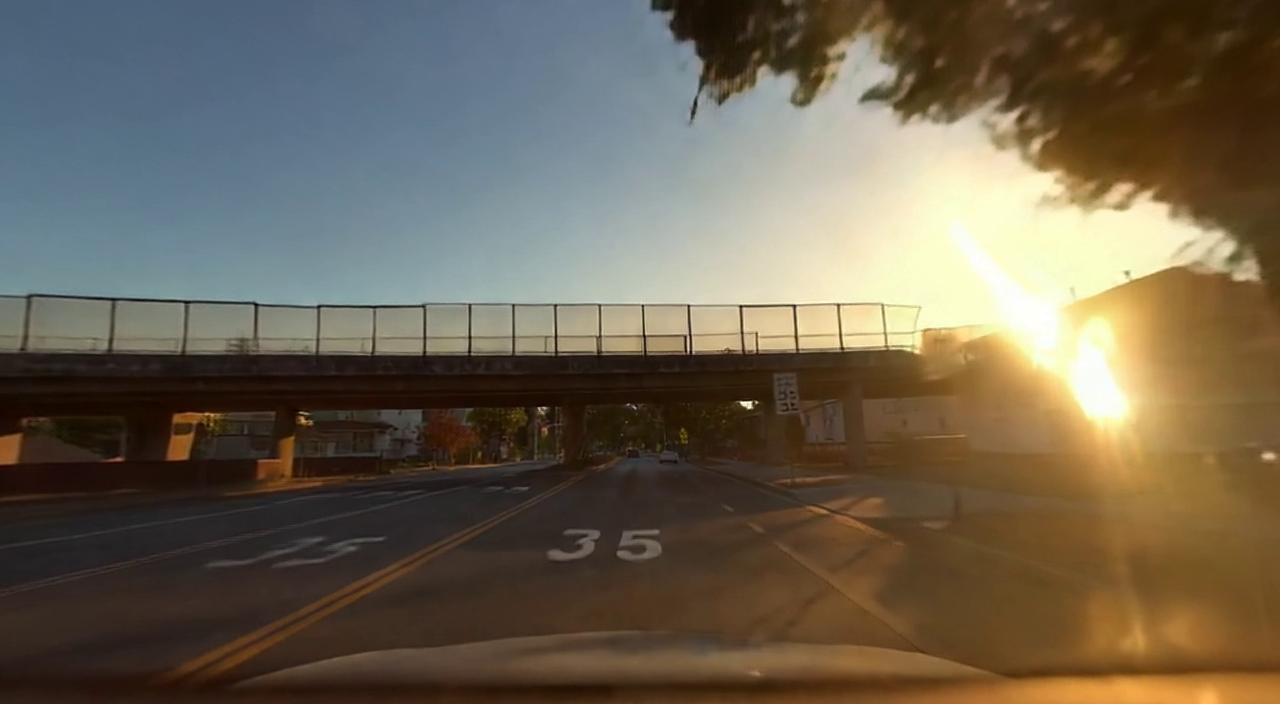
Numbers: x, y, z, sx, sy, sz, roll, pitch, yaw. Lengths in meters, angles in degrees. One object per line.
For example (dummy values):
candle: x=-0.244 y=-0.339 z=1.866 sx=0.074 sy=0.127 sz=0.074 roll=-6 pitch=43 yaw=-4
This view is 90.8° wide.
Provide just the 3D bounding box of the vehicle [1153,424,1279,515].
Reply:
vehicle: x=11.317 y=1.832 z=9.891 sx=1.809 sy=1.432 sz=4.629 roll=5 pitch=-10 yaw=-32
